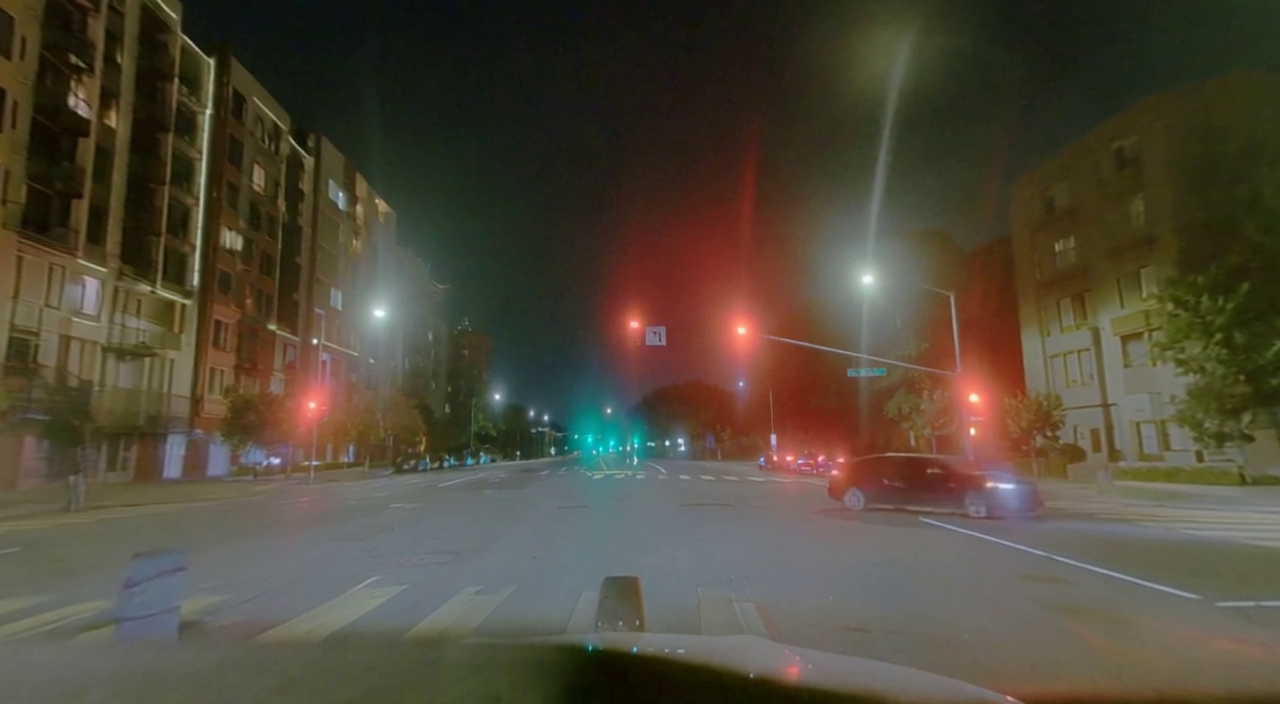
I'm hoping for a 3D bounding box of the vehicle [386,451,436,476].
[{"bbox_3d":[-16.579,8.064,45.891,2.075,1.708,4.335,0,-9,-1],"label":"vehicle"}]

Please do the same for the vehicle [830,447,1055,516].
[{"bbox_3d":[7.472,3.161,15.979,4.683,1.460,1.933,-8,-12,43],"label":"vehicle"}]
